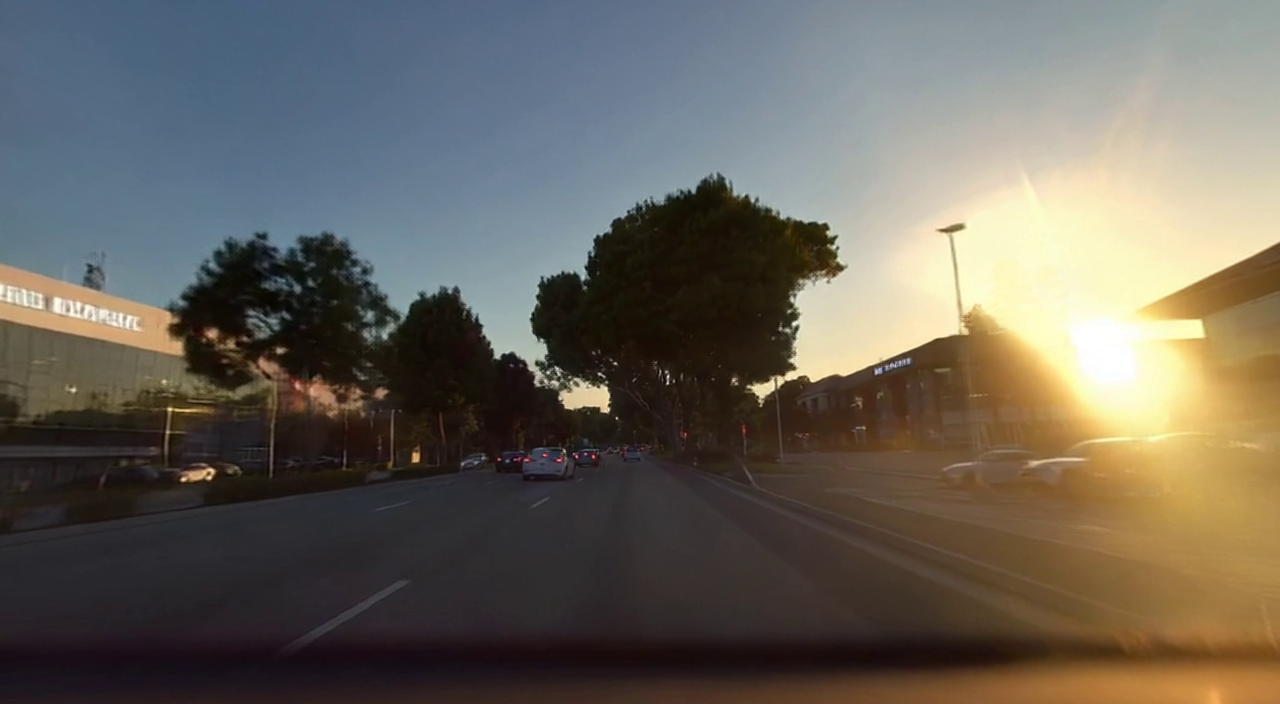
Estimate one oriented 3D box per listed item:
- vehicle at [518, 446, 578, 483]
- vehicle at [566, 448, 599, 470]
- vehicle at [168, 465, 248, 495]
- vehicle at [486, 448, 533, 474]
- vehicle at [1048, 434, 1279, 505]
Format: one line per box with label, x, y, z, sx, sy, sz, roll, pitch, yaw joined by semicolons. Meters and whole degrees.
vehicle;-4.094;5.073;28.758;2.011;1.483;4.596;-1;-9;0
vehicle;-4.016;7.557;44.736;1.971;1.414;4.317;0;-9;0
vehicle;-27.091;8.005;39.812;1.758;1.566;4.531;-4;-9;1
vehicle;-8.322;6.967;40.686;1.976;1.497;4.709;0;-9;1
vehicle;12.860;2.830;15.447;4.313;1.596;2.028;0;-9;1
